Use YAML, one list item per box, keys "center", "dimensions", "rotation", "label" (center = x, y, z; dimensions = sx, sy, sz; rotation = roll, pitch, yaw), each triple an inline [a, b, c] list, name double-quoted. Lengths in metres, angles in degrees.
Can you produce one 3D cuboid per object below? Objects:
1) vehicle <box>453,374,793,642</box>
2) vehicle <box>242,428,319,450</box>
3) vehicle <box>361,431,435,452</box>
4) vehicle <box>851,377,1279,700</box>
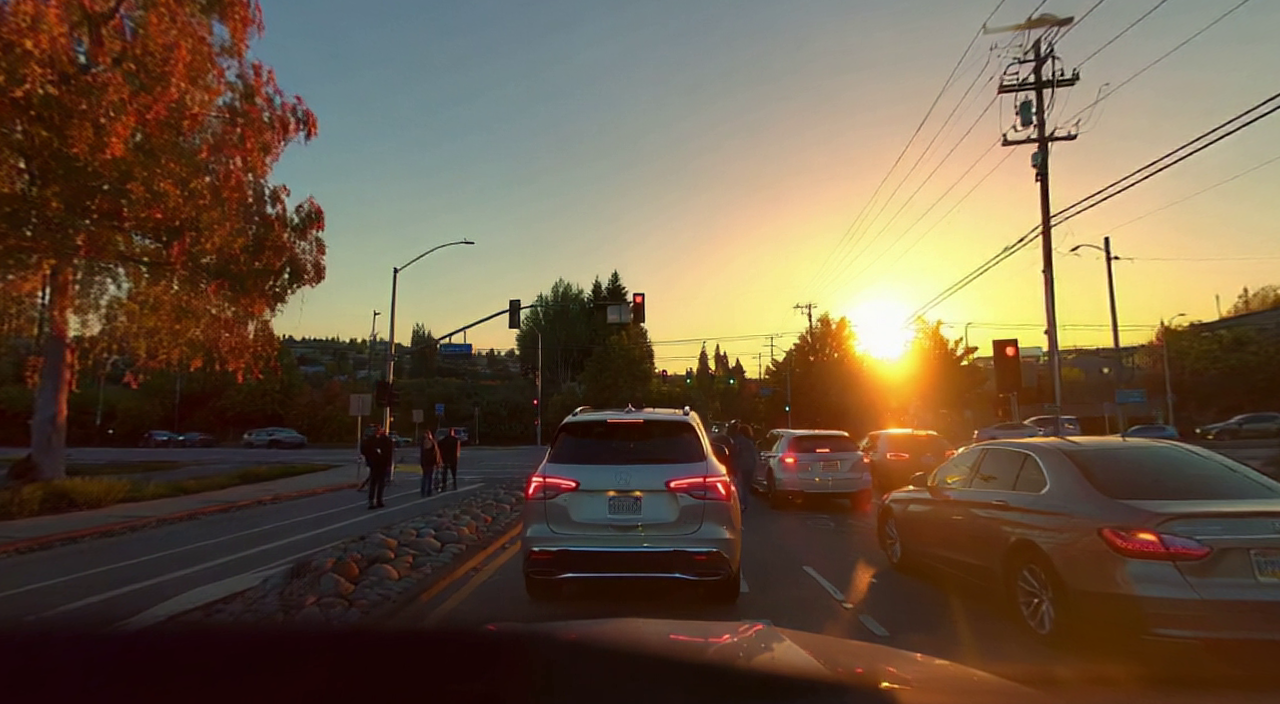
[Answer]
- center: [-0.164, 1.366, 6.542]
  dimensions: [2.271, 1.786, 4.443]
  rotation: [0, -8, -1]
  label: "vehicle"
- center: [-26.846, 6.534, 47.223]
  dimensions: [4.587, 1.639, 1.878]
  rotation: [0, -8, 1]
  label: "vehicle"
- center: [-17.744, 6.559, 46.371]
  dimensions: [4.607, 1.478, 1.995]
  rotation: [0, -8, 0]
  label: "vehicle"
- center: [3.560, 1.289, 5.564]
  dimensions: [1.948, 1.677, 4.437]
  rotation: [0, -8, 1]
  label: "vehicle"
